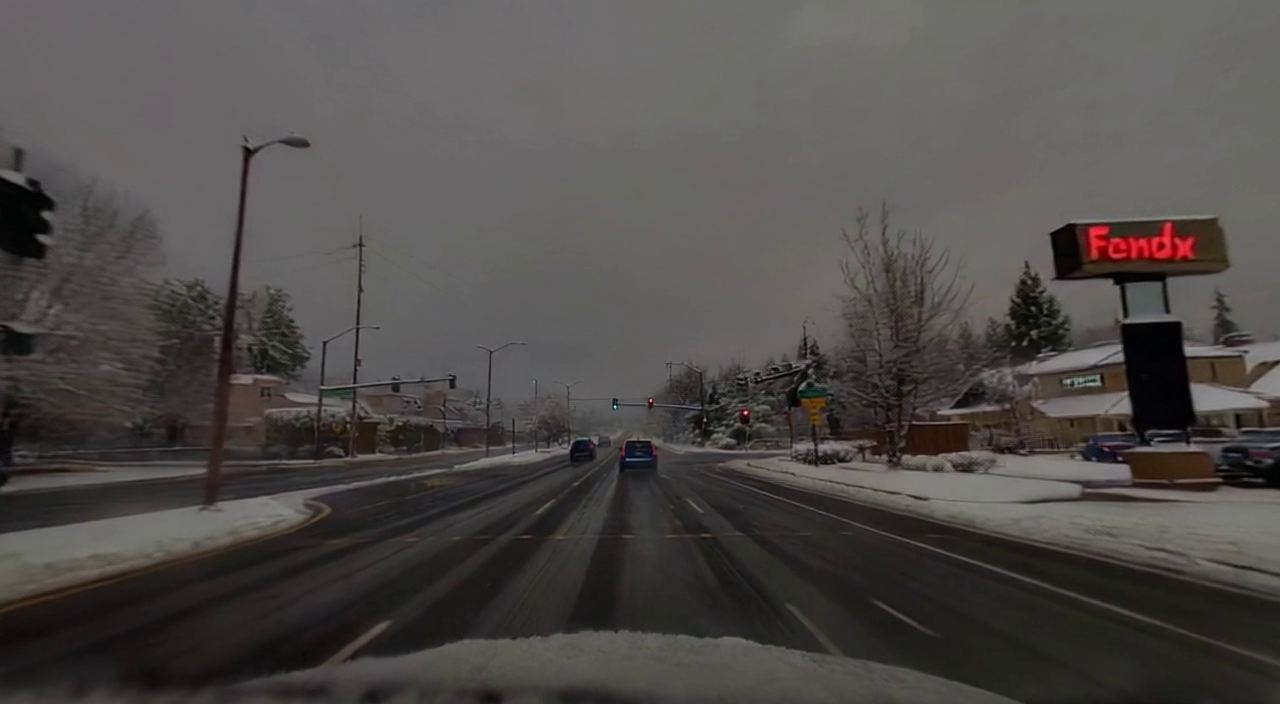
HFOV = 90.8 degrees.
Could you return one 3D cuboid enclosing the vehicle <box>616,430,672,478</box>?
[{"bbox_3d":[0.128,4.553,28.381,2.273,1.909,5.075,0,-9,-1],"label":"vehicle"}]
